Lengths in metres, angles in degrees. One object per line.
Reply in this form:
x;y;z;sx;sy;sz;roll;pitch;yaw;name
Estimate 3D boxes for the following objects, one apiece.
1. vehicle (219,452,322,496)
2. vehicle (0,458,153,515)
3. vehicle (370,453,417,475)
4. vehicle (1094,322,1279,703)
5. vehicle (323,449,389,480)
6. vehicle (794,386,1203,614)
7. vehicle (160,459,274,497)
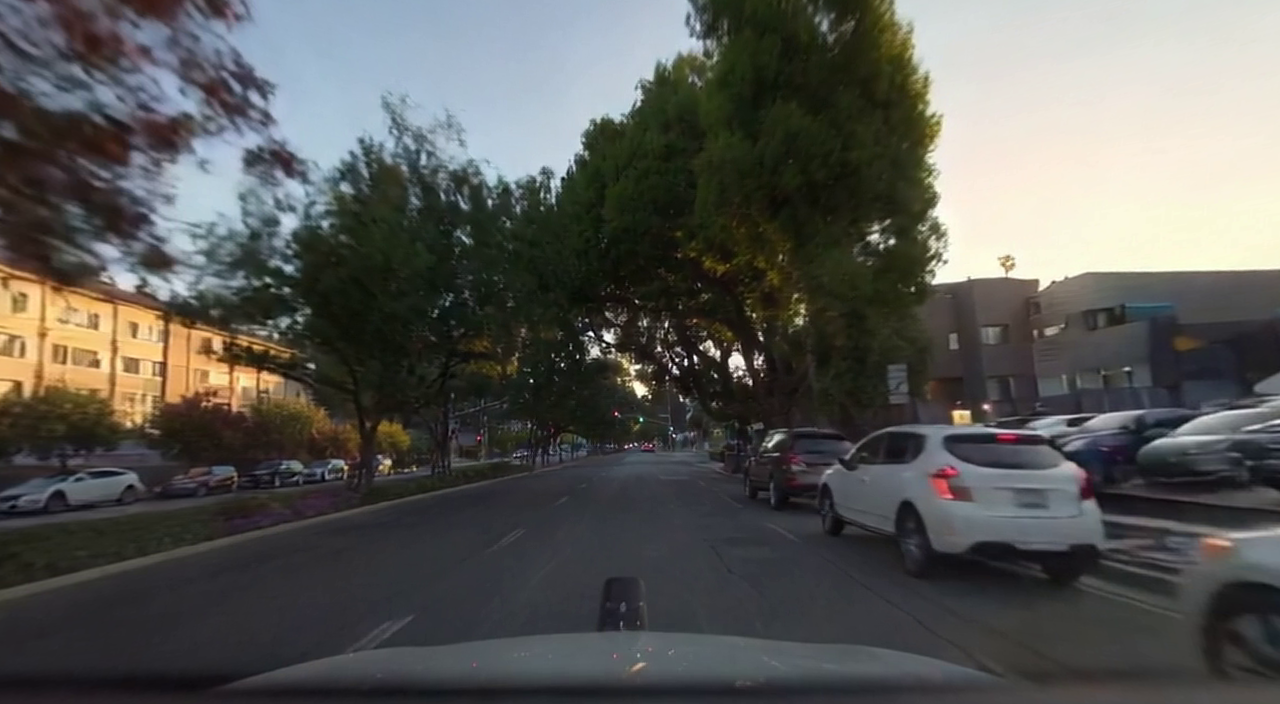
-14.538;4.786;25.113;1.812;1.544;3.832;0;-8;-1;vehicle
-18.113;4.281;20.506;1.760;1.566;3.664;0;-8;-3;vehicle
-18.446;8.354;47.465;1.800;1.492;4.663;0;-8;-2;vehicle
3.530;0.539;1.149;1.874;1.707;4.637;0;-8;-1;vehicle
-18.305;7.219;40.982;2.221;1.821;4.855;0;-8;-3;vehicle
3.342;1.472;7.217;1.968;1.756;4.490;0;-8;-1;vehicle
-18.302;5.441;27.633;1.900;1.427;4.398;0;-8;0;vehicle
